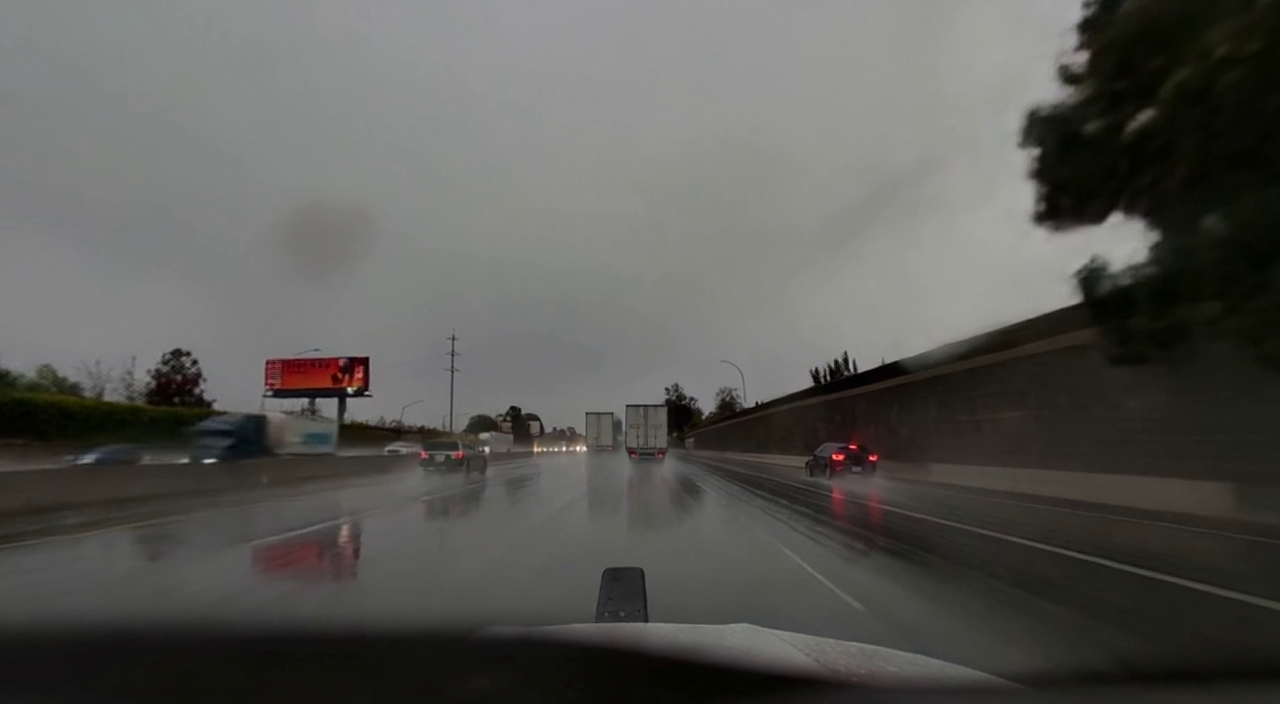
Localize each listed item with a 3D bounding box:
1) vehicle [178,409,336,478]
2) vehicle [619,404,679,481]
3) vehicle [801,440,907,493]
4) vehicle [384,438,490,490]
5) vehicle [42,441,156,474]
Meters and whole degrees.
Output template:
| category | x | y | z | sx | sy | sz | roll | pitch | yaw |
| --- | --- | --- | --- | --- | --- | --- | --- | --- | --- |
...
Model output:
| category | x | y | z | sx | sy | sz | roll | pitch | yaw |
| --- | --- | --- | --- | --- | --- | --- | --- | --- | --- |
| vehicle | -19.025 | 4.661 | 32.120 | 3.046 | 3.028 | 7.741 | -1 | -8 | 1 |
| vehicle | 0.414 | 5.299 | 38.549 | 3.054 | 3.944 | 11.230 | -1 | -6 | -1 |
| vehicle | 7.005 | 3.783 | 21.210 | 1.969 | 1.560 | 4.394 | 0 | -8 | -1 |
| vehicle | -6.729 | 3.760 | 21.543 | 1.992 | 1.547 | 4.673 | -1 | -8 | 1 |
| vehicle | -36.503 | 7.077 | 42.875 | 2.471 | 1.996 | 5.893 | -1 | -8 | 1 |
